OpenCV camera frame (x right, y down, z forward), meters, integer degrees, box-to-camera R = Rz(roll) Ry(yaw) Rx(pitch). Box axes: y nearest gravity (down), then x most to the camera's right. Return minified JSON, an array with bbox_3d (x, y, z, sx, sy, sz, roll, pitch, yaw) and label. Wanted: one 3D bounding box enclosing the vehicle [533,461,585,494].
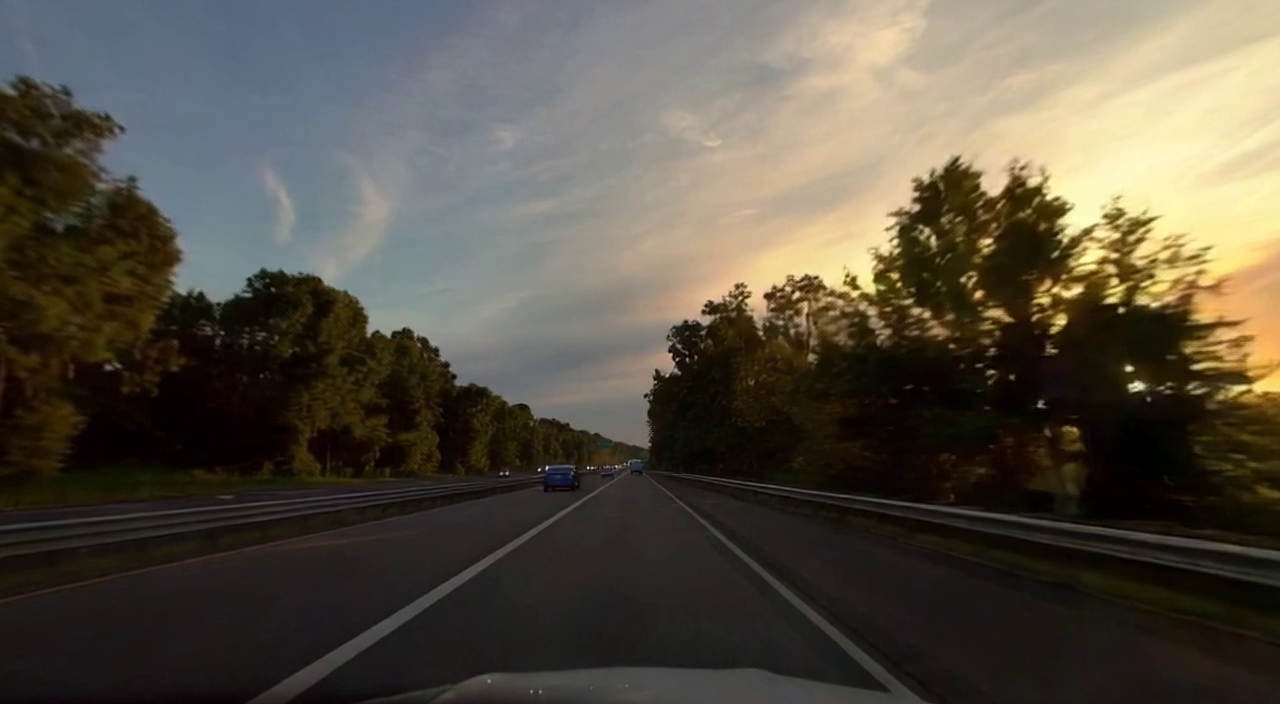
[{"bbox_3d":[-4.126,6.524,32.829,2.040,1.525,4.603,1,-11,1],"label":"vehicle"}]
